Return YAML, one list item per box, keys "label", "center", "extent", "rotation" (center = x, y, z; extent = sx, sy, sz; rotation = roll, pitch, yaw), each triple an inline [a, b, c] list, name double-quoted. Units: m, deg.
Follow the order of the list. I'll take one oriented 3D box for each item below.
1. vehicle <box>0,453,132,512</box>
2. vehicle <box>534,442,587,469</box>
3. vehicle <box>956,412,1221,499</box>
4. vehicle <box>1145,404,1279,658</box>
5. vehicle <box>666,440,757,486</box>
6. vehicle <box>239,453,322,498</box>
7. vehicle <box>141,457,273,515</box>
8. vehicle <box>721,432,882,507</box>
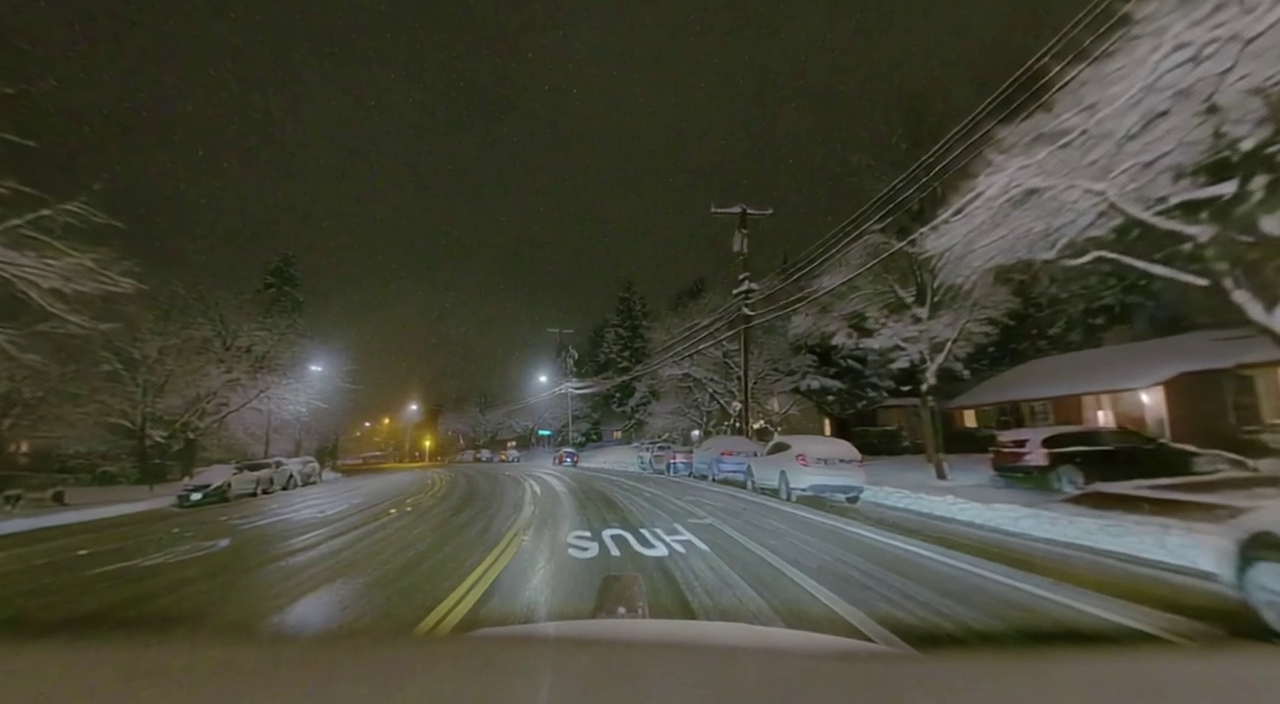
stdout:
- label: "vehicle"
  center: [-18.803, 4.123, 20.426]
  extent: [2.017, 1.588, 4.732]
  rotation: [3, -9, -18]
- label: "vehicle"
  center: [-5.800, 7.383, 45.486]
  extent: [2.134, 1.805, 5.559]
  rotation: [4, -9, -25]
- label: "vehicle"
  center: [10.093, 2.310, 14.418]
  extent: [4.716, 1.483, 1.993]
  rotation: [-3, -7, -9]
- label: "vehicle"
  center: [4.951, 0.878, 2.388]
  extent: [2.092, 1.524, 4.800]
  rotation: [0, -8, 0]
- label: "vehicle"
  center: [2.470, 3.963, 22.946]
  extent: [1.844, 1.485, 4.193]
  rotation: [2, -9, -16]
- label: "vehicle"
  center: [-14.926, 5.098, 26.541]
  extent: [2.117, 1.501, 4.762]
  rotation: [2, -8, -19]
- label: "vehicle"
  center: [-13.586, 4.172, 20.196]
  extent: [1.943, 1.476, 4.714]
  rotation: [2, -9, -15]
- label: "vehicle"
  center: [3.887, 2.924, 16.253]
  extent: [2.367, 1.614, 4.463]
  rotation: [1, -8, -9]
